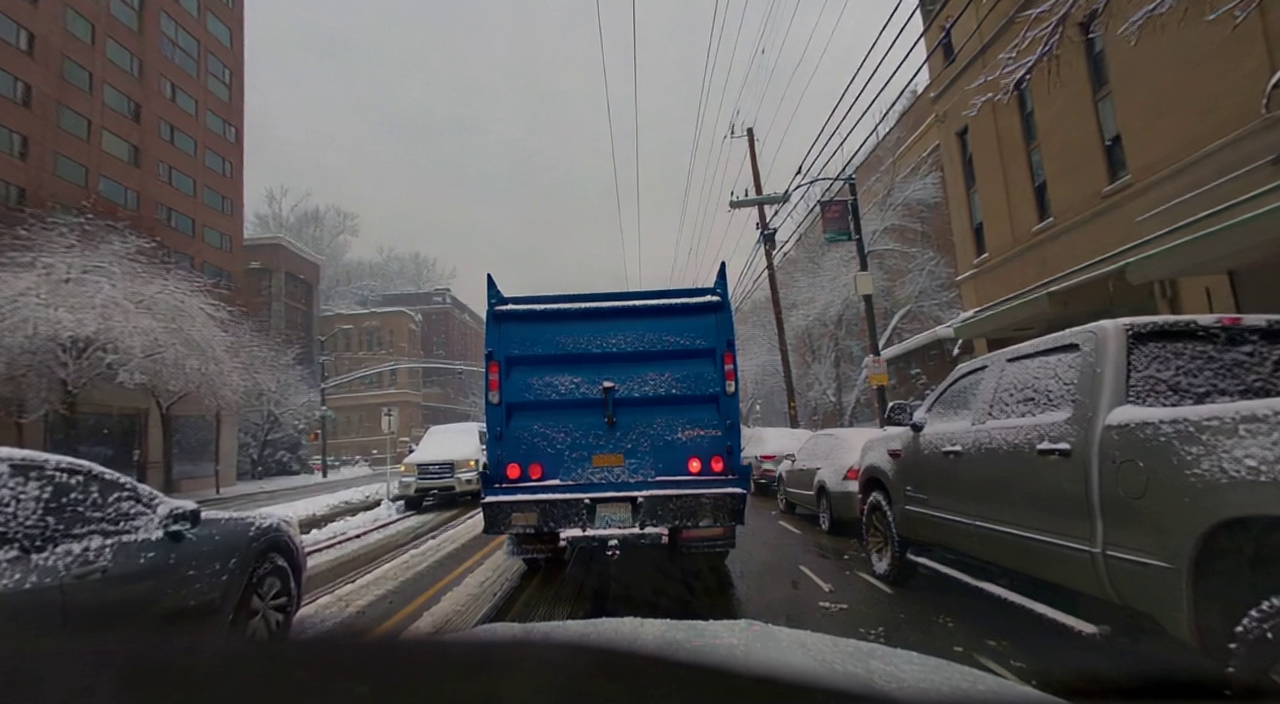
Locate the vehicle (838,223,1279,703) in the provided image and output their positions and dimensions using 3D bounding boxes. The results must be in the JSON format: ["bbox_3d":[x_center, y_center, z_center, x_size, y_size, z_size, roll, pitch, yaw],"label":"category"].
[{"bbox_3d":[3.229,0.844,3.836,2.242,1.979,5.722,0,-8,1],"label":"vehicle"}]

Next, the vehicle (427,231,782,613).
[{"bbox_3d":[-0.245,1.134,9.423,2.878,3.204,8.244,0,-8,1],"label":"vehicle"}]

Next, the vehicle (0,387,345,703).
[{"bbox_3d":[-4.119,1.192,4.325,1.988,1.657,4.492,0,-8,0],"label":"vehicle"}]
